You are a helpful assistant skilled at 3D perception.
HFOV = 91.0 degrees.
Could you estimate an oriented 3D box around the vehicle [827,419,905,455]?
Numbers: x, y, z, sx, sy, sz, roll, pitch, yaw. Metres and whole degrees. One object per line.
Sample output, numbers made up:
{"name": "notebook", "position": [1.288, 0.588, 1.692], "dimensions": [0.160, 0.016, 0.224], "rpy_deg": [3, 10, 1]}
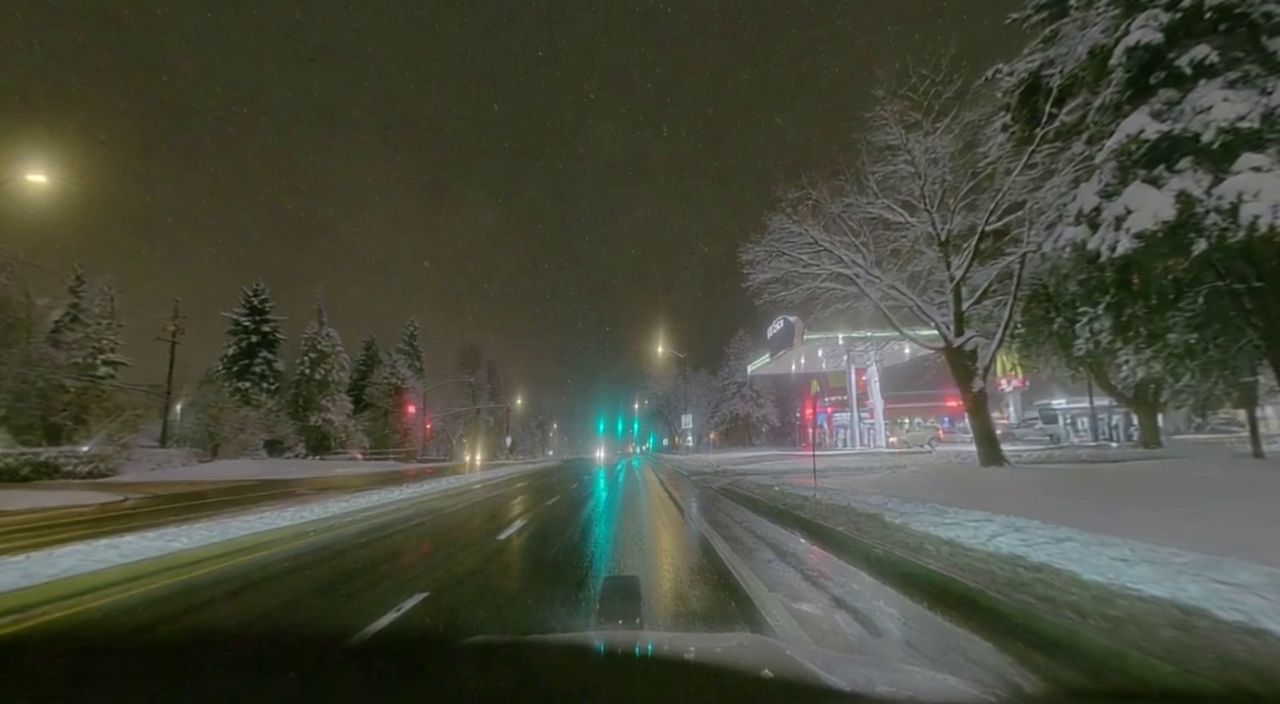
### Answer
{"name": "vehicle", "position": [16.047, 6.048, 44.603], "dimensions": [5.529, 2.395, 2.399], "rpy_deg": [6, -10, -35]}
